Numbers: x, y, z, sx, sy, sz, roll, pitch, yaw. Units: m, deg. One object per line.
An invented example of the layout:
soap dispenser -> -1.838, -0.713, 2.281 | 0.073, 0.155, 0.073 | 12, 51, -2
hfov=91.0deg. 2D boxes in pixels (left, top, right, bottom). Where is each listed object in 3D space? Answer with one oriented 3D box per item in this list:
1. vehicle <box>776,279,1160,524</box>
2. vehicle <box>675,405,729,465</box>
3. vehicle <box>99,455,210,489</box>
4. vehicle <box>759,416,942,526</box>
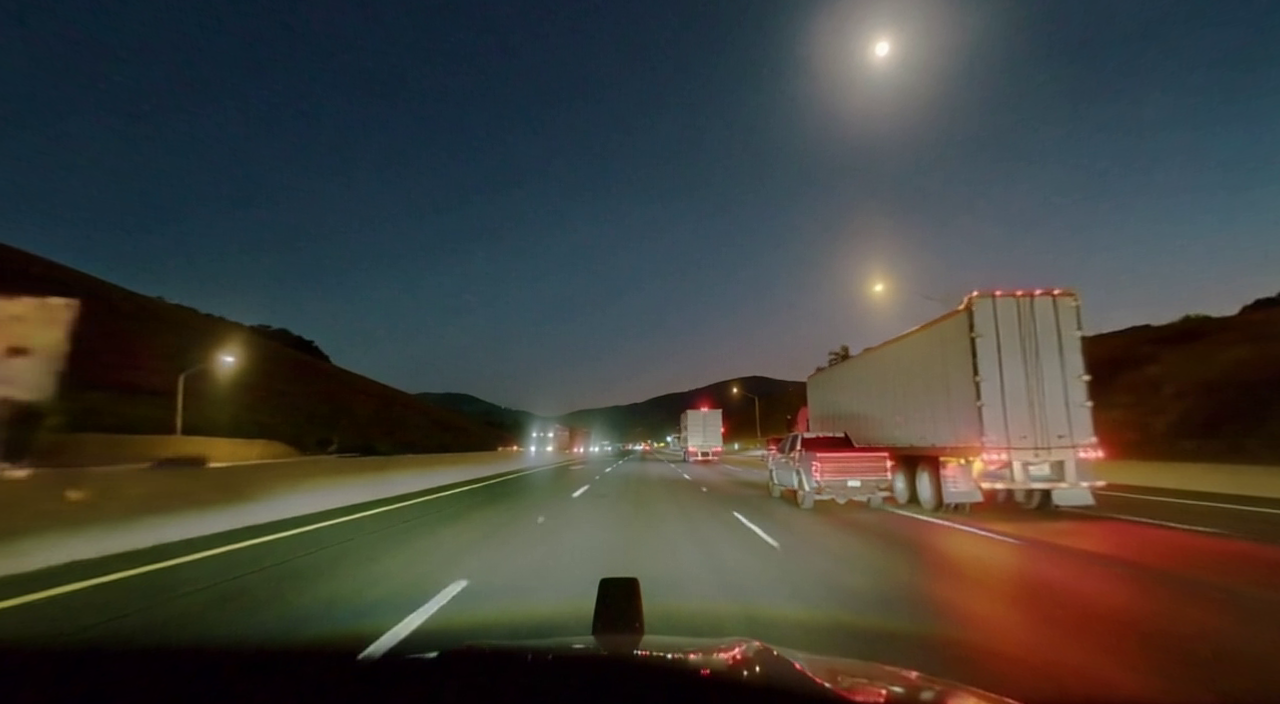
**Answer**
vehicle -> 7.263, 1.996, 18.804 | 2.947, 4.199, 16.175 | 0, -9, 1
vehicle -> 4.471, 6.403, 47.896 | 3.049, 3.968, 10.706 | 0, -9, 0
vehicle -> -24.056, 5.922, 31.465 | 1.865, 1.484, 4.546 | 0, -9, 1
vehicle -> 3.750, 2.220, 12.187 | 2.055, 1.737, 4.224 | 0, -9, 0
